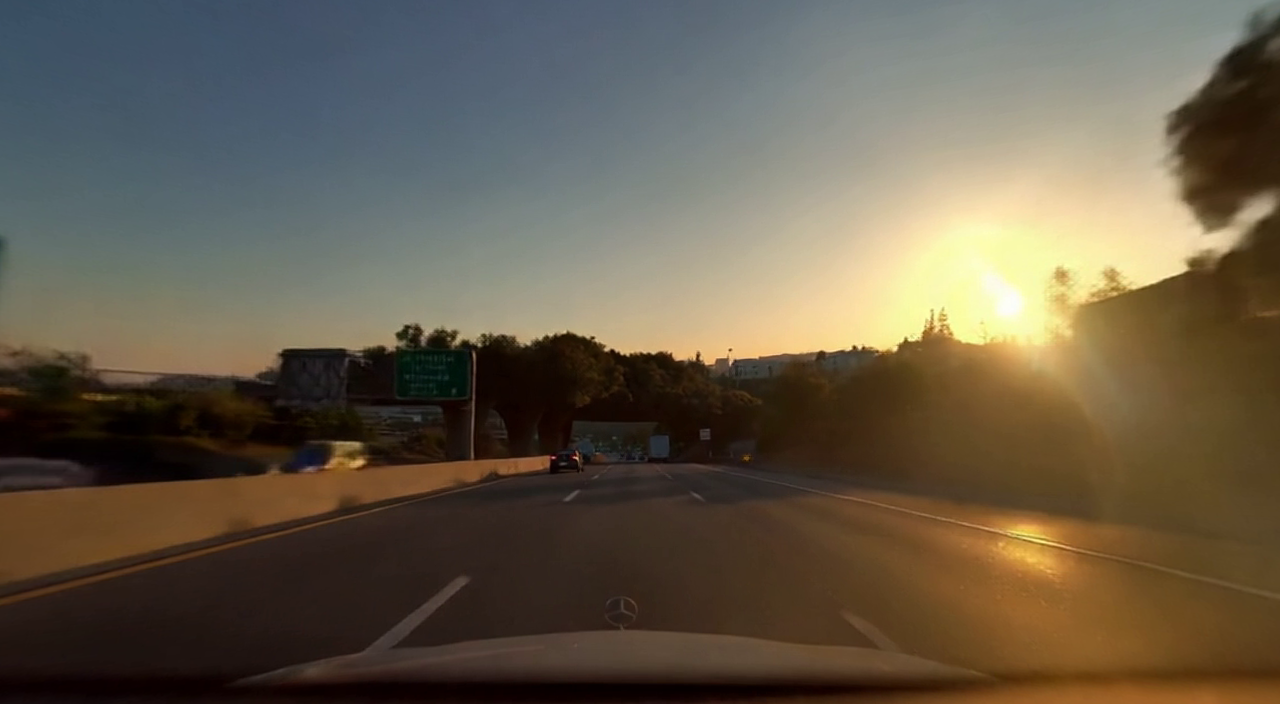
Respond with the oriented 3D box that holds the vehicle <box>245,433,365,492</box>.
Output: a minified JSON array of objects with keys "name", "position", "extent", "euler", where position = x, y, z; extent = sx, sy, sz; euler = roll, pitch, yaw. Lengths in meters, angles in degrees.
[{"name":"vehicle","position":[-16.647,5.531,31.873],"extent":[2.298,2.603,6.957],"euler":[0,-9,0]}]

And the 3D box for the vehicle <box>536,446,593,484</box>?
[{"name":"vehicle","position":[-3.327,5.072,28.465],"extent":[2.100,1.525,4.179],"euler":[0,-9,0]}]
